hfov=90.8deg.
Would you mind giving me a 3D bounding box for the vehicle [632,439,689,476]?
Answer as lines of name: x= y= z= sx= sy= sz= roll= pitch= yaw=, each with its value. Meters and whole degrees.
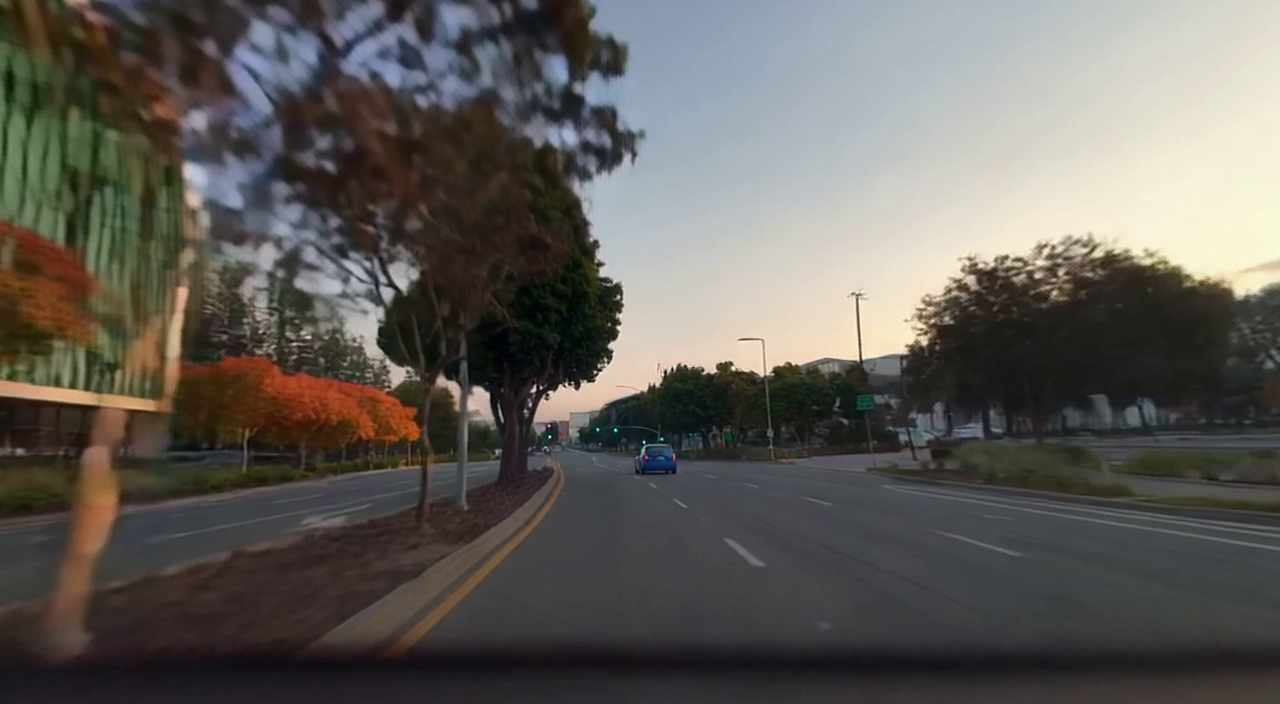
vehicle: x=0.881 y=5.104 z=30.764 sx=2.165 sy=1.633 sz=4.381 roll=0 pitch=-8 yaw=-6
